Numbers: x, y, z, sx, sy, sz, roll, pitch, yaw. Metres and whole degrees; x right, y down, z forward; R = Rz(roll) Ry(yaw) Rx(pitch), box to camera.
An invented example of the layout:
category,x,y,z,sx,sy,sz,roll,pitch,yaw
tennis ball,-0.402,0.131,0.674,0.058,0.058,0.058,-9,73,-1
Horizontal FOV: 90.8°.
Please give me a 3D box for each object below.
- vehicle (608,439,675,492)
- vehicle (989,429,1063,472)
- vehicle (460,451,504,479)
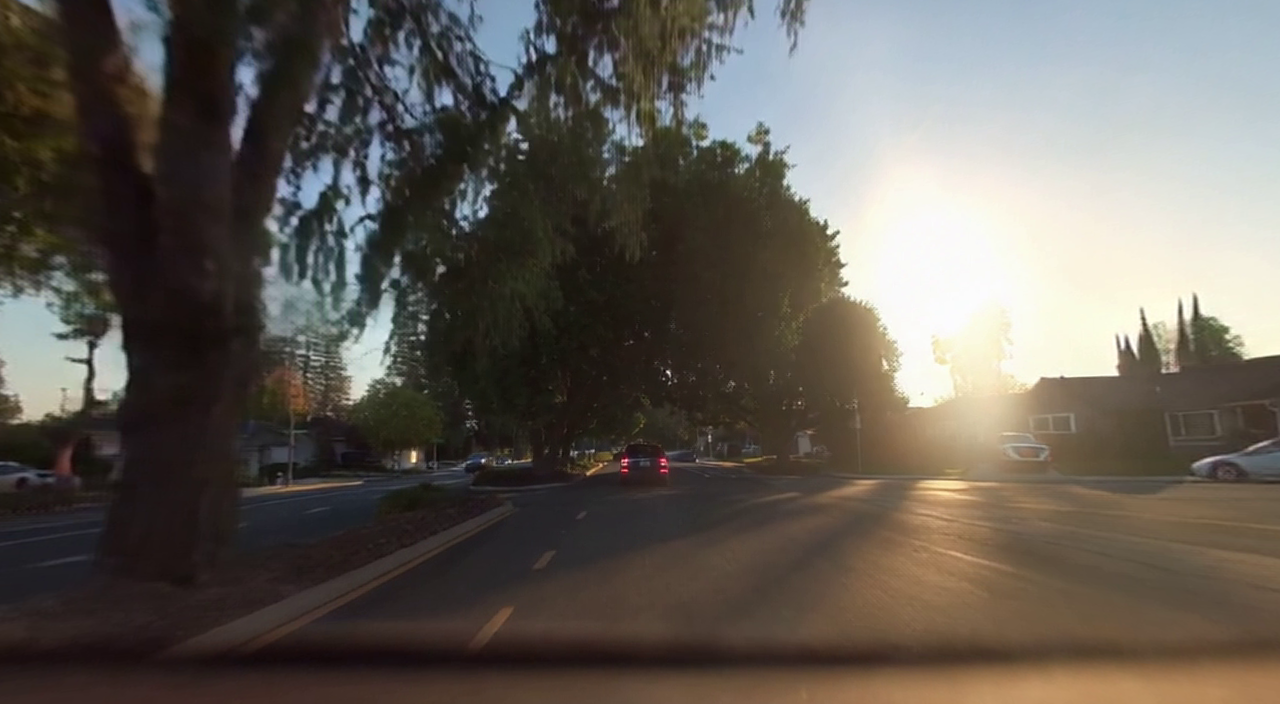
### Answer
category,x,y,z,sx,sy,sz,roll,pitch,yaw
vehicle,0.074,3.864,21.909,2.106,1.655,3.717,0,-8,1
vehicle,17.853,4.505,29.102,2.128,1.771,4.721,-7,-11,39
vehicle,-9.412,6.745,37.936,1.861,1.516,3.752,0,-8,-3
